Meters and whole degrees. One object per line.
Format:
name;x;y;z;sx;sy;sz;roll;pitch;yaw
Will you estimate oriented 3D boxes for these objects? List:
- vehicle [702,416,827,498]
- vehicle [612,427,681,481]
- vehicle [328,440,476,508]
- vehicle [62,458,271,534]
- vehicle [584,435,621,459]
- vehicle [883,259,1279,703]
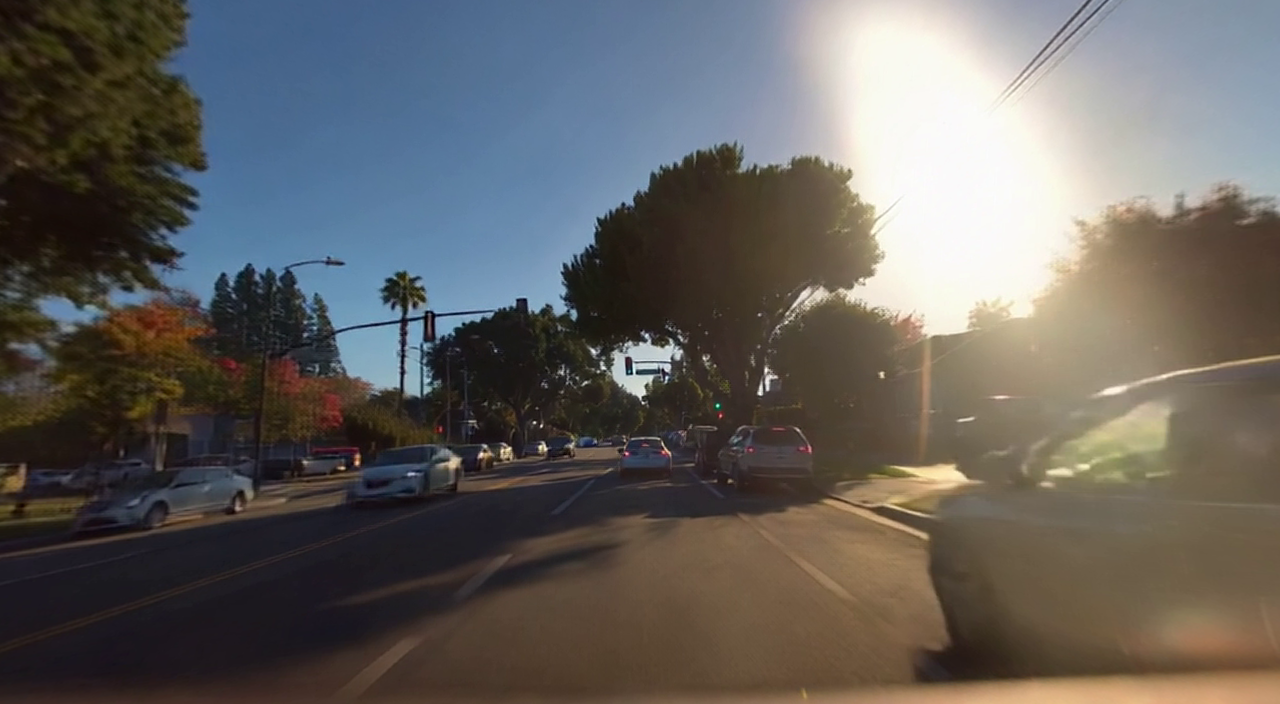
vehicle;2.913;2.597;15.953;2.060;1.733;4.639;0;-8;-2
vehicle;0.165;3.310;20.726;2.041;1.575;4.304;0;-8;-1
vehicle;-5.984;3.100;16.633;1.981;1.498;4.701;0;-8;1
vehicle;-12.103;3.654;16.638;2.070;1.610;4.356;0;-8;0
vehicle;-2.483;6.402;42.842;2.117;1.528;4.277;0;-8;1
vehicle;2.885;0.686;2.027;2.289;1.782;4.661;0;-8;-1
